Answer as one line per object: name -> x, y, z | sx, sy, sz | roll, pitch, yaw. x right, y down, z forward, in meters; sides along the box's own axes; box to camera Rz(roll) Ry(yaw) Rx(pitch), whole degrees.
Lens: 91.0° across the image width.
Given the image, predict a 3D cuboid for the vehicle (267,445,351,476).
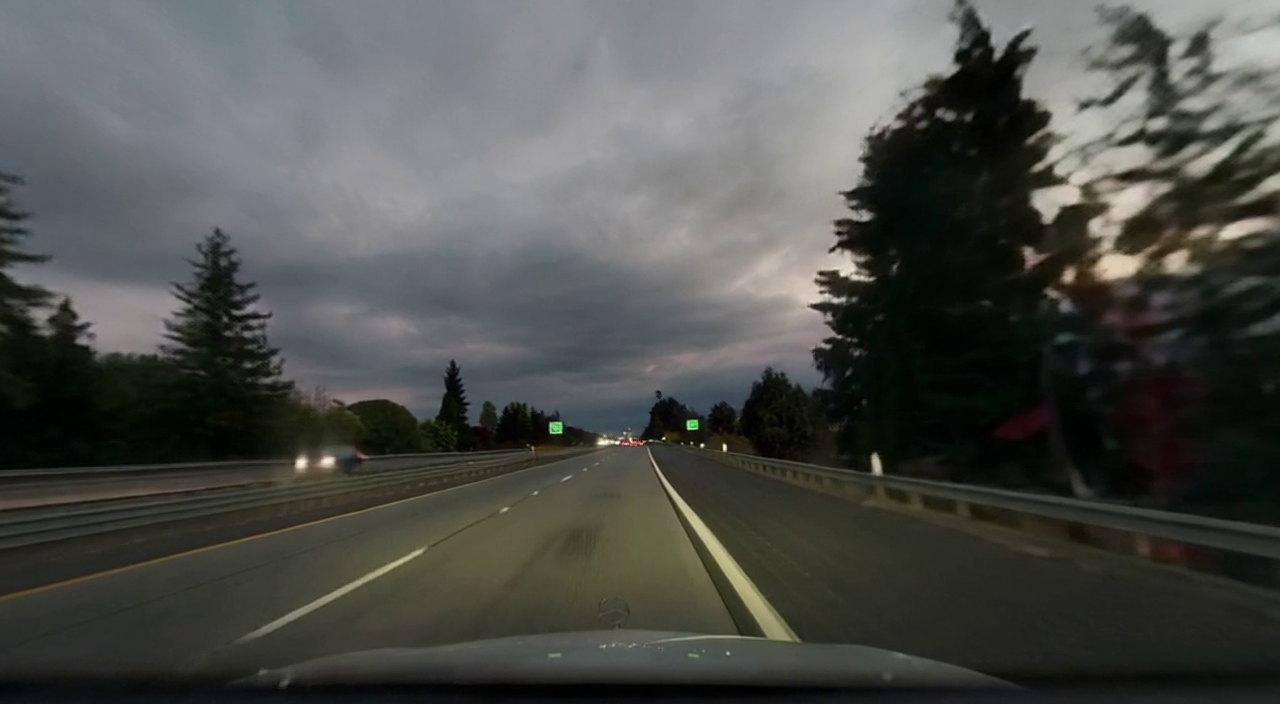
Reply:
vehicle -> -17.360, 5.674, 33.307 | 1.897, 1.479, 4.598 | -1, -8, 1
